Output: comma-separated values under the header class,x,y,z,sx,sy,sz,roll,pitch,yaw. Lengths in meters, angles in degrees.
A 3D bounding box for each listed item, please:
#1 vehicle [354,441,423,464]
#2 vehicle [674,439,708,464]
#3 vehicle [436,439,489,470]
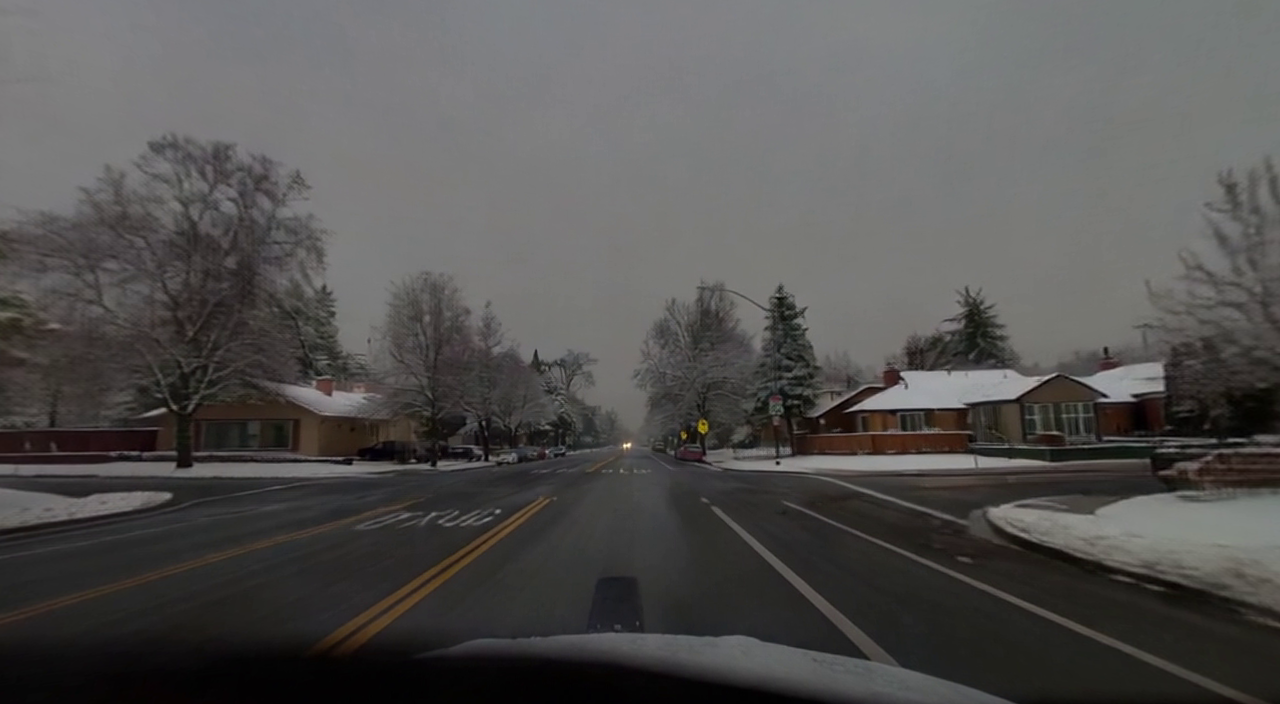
class,x,y,z,sx,sy,sz,roll,pitch,yaw
vehicle,-19.516,7.819,49.188,4.450,1.677,2.027,0,-9,-3
vehicle,3.741,7.404,47.058,2.027,1.751,4.433,0,-9,-2
vehicle,-12.217,7.103,43.881,2.199,1.988,5.454,0,-9,-2
